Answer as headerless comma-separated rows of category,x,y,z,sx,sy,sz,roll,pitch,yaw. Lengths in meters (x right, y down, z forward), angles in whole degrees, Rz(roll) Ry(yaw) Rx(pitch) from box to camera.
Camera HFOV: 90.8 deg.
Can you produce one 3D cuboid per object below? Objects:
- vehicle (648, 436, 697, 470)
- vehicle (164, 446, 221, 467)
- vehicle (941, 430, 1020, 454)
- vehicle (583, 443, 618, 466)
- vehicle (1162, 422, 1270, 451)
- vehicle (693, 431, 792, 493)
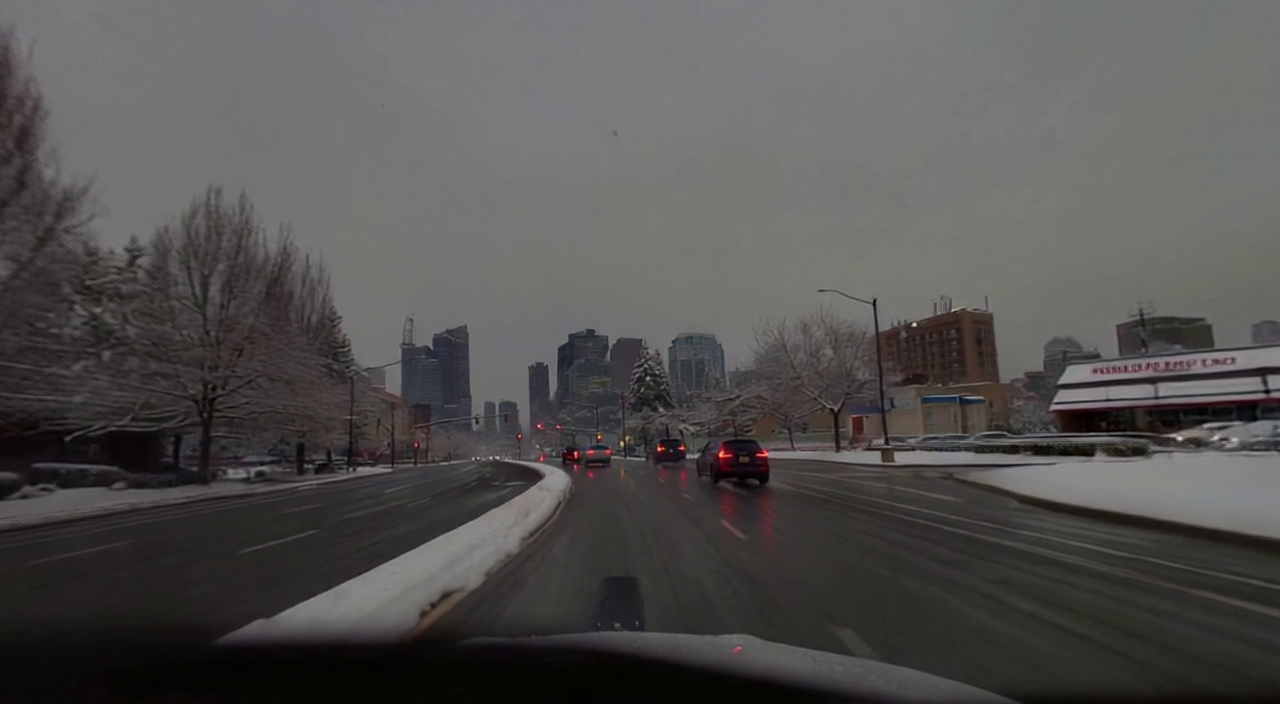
vehicle,1.730,5.565,35.012,2.046,1.768,4.370,0,-8,-6
vehicle,-32.566,7.621,46.059,1.600,1.375,4.319,0,-9,-9
vehicle,26.077,6.912,48.429,4.736,1.755,2.221,0,-8,-4
vehicle,-2.794,7.130,44.033,2.068,1.512,3.987,1,-8,-8
vehicle,32.525,4.785,35.755,4.032,1.560,2.059,0,-8,-1
vehicle,2.888,3.203,18.745,1.966,1.596,3.980,0,-8,-4
